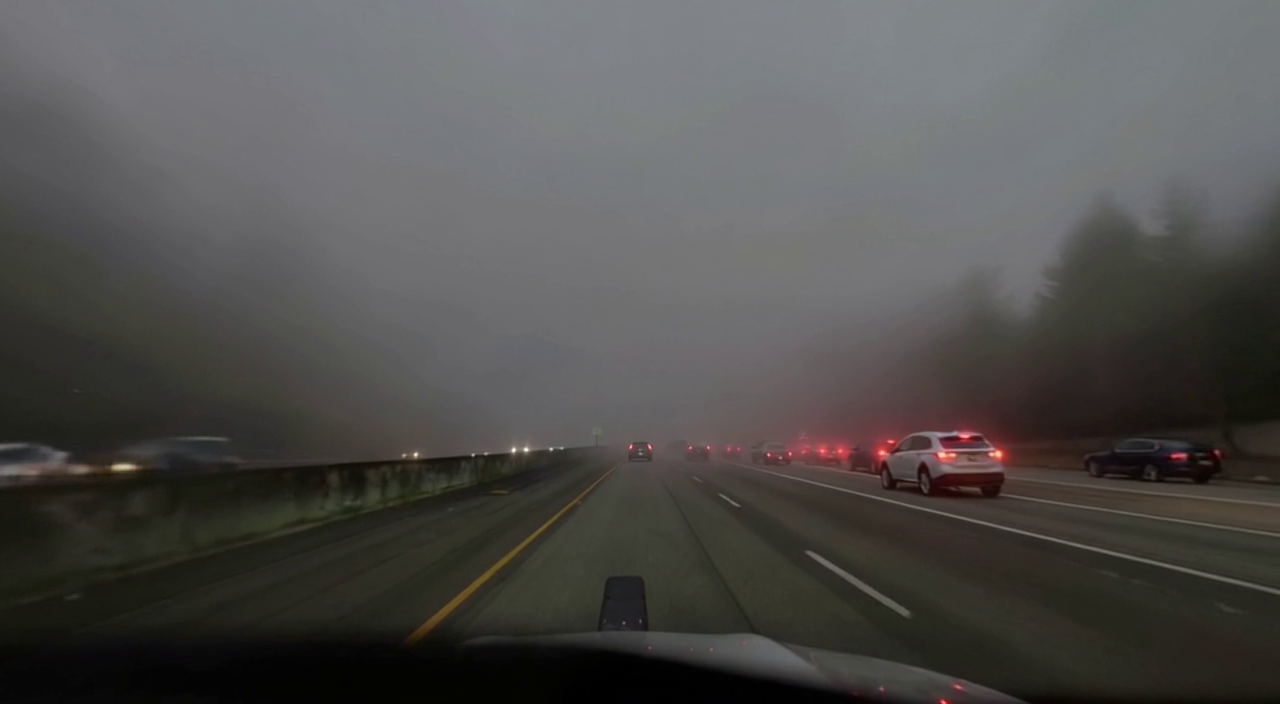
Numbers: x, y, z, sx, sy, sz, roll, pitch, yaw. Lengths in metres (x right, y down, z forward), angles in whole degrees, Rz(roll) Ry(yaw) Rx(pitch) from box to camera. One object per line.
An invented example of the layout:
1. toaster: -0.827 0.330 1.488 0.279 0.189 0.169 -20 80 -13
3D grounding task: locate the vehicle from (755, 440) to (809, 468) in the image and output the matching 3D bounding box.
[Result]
1. vehicle: 7.792 5.618 34.955 1.919 1.476 4.303 0 -8 -1

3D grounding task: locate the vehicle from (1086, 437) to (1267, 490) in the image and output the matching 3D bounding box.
1. vehicle: 16.697 3.464 20.020 1.908 1.468 4.457 0 -8 2

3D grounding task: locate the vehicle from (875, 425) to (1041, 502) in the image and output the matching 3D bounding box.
1. vehicle: 7.892 2.797 16.206 1.986 1.703 4.226 0 -8 -1

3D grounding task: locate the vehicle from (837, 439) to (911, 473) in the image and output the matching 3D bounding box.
1. vehicle: 10.885 4.859 29.659 1.845 1.456 4.240 0 -8 0

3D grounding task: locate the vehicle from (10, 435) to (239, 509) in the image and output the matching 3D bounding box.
1. vehicle: -13.939 3.244 17.633 2.057 1.734 5.135 0 -8 0

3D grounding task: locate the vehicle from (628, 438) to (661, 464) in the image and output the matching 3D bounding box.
1. vehicle: 0.286 6.595 42.284 2.124 1.639 4.122 0 -8 0

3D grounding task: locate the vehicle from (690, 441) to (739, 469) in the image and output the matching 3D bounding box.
1. vehicle: 4.033 5.615 34.662 2.118 1.438 4.312 0 -8 -1
